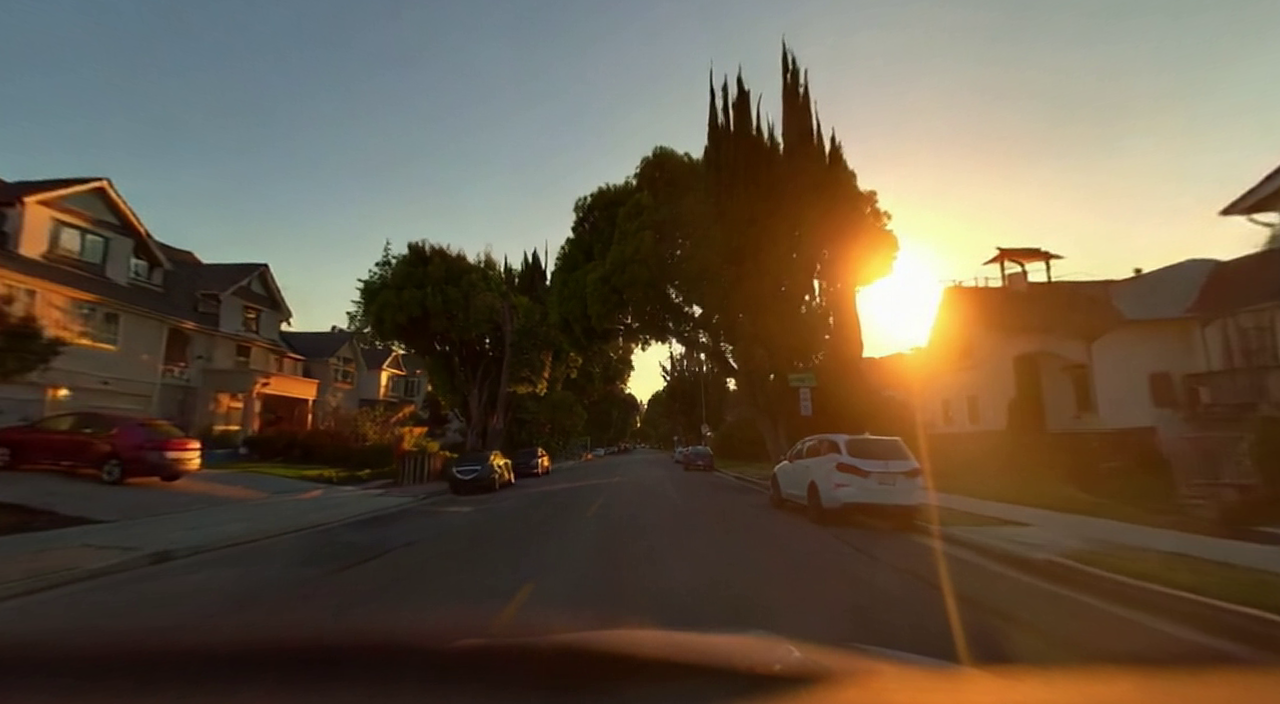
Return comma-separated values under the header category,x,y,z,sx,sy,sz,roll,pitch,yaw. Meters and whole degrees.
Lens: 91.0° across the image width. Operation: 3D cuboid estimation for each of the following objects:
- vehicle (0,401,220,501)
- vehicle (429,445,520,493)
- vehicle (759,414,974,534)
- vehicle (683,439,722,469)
category,x,y,z,sx,sy,sz,roll,pitch,yaw
vehicle,-13.143,2.255,14.824,4.837,1.897,2.228,4,-8,5
vehicle,-5.870,4.205,23.058,2.027,1.544,4.959,-1,-9,0
vehicle,4.123,2.365,12.912,2.311,1.859,5.880,-1,-9,1
vehicle,4.083,6.743,41.768,2.136,1.794,4.598,-1,-9,0
